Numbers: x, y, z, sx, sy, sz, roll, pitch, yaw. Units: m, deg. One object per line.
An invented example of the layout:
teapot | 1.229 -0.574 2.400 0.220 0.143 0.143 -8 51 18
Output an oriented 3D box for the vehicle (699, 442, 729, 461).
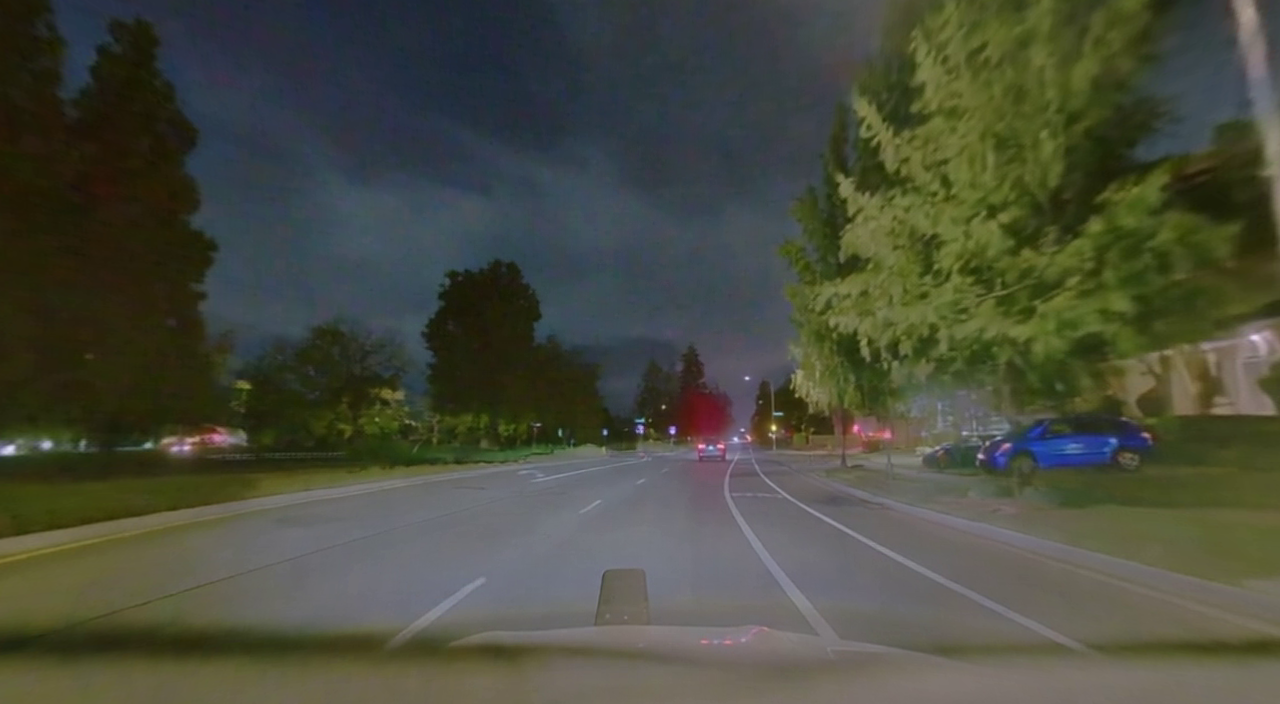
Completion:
vehicle | 5.820 7.721 49.065 2.050 1.456 4.003 -1 -9 10

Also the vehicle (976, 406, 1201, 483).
vehicle | 12.792 2.677 18.332 4.672 2.044 2.248 -1 -8 7
